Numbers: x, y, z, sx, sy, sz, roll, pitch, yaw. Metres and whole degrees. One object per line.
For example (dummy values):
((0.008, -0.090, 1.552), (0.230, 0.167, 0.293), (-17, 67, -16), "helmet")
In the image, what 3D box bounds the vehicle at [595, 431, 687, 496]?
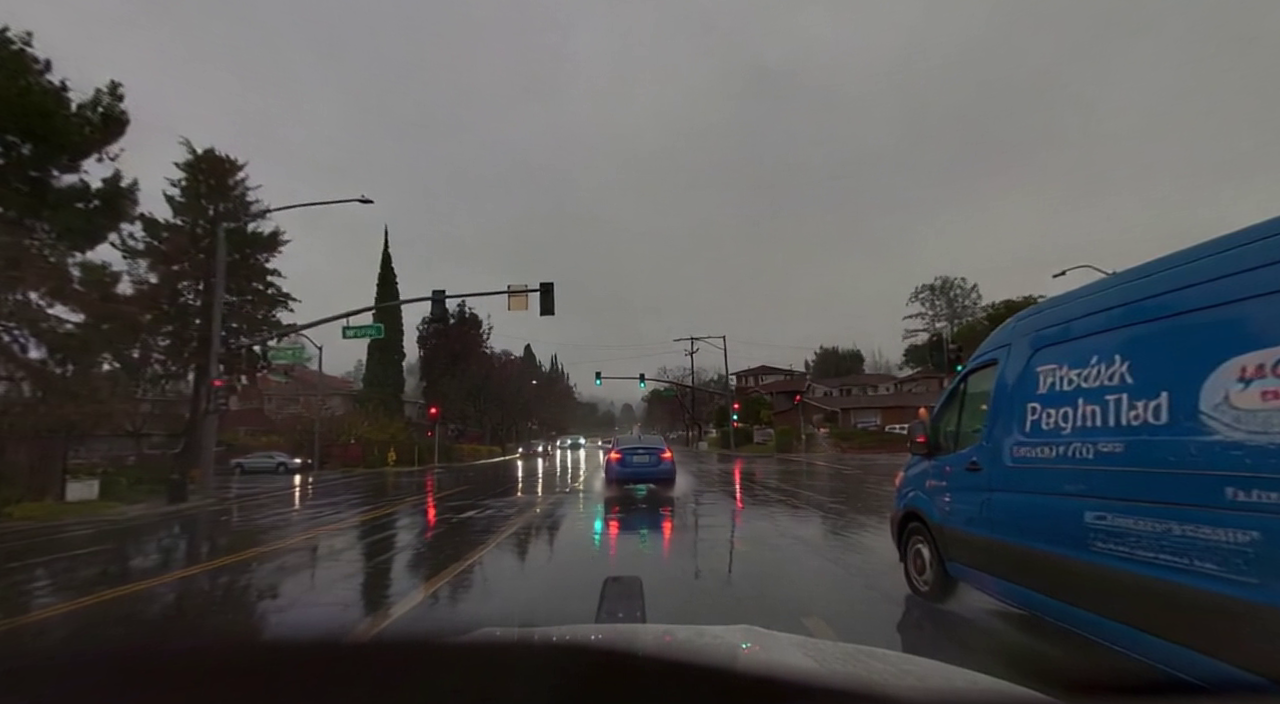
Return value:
((0.008, 2.846, 16.436), (2.104, 1.462, 3.991), (0, -9, 0), "vehicle")

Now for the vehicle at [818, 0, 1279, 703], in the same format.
((2.949, 0.143, 1.882), (2.770, 3.054, 7.271), (0, -9, 1), "vehicle")

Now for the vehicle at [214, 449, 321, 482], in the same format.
((-20.018, 6.106, 34.086), (4.588, 1.703, 1.879), (-1, -9, 1), "vehicle")
